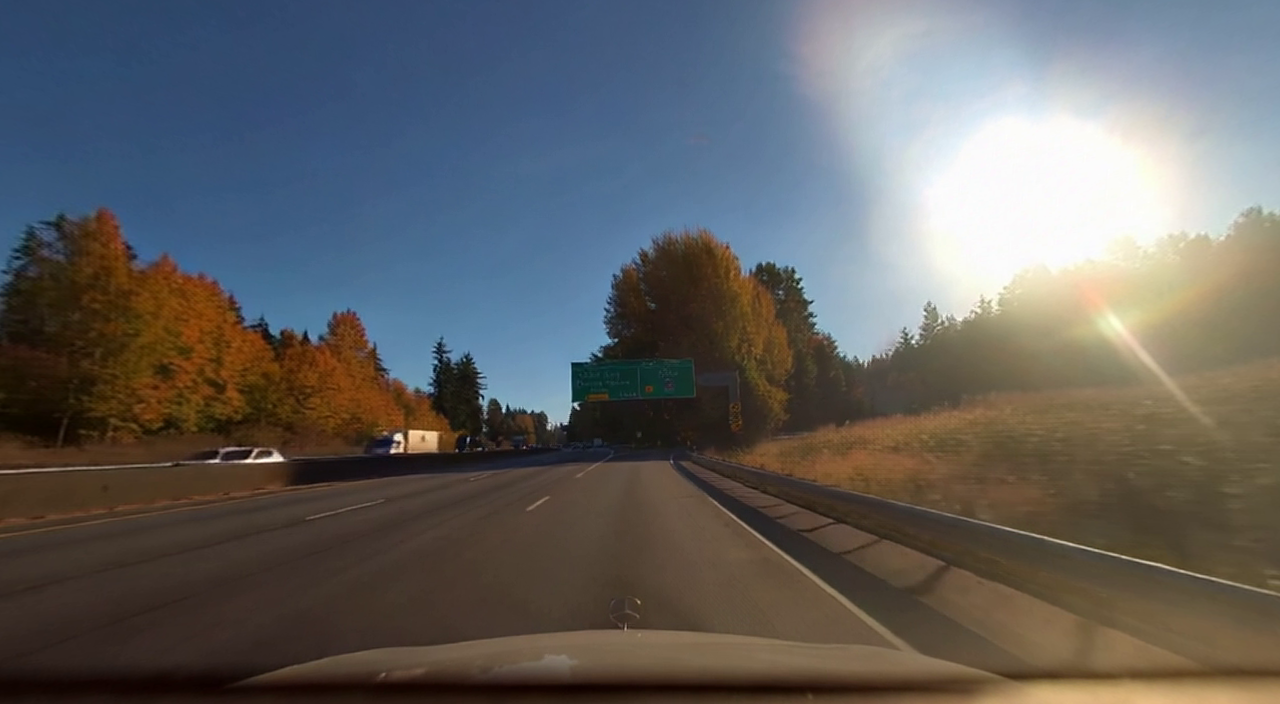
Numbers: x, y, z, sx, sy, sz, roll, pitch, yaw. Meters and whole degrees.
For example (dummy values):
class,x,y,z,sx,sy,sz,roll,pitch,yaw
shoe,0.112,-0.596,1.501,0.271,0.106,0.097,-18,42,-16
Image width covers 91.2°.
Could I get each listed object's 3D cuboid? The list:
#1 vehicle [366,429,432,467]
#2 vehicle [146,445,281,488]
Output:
class,x,y,z,sx,sy,sz,roll,pitch,yaw
vehicle,-16.871,6.776,44.377,2.414,2.495,5.613,0,-9,0
vehicle,-16.544,4.442,24.707,1.888,1.502,4.814,0,-9,0
